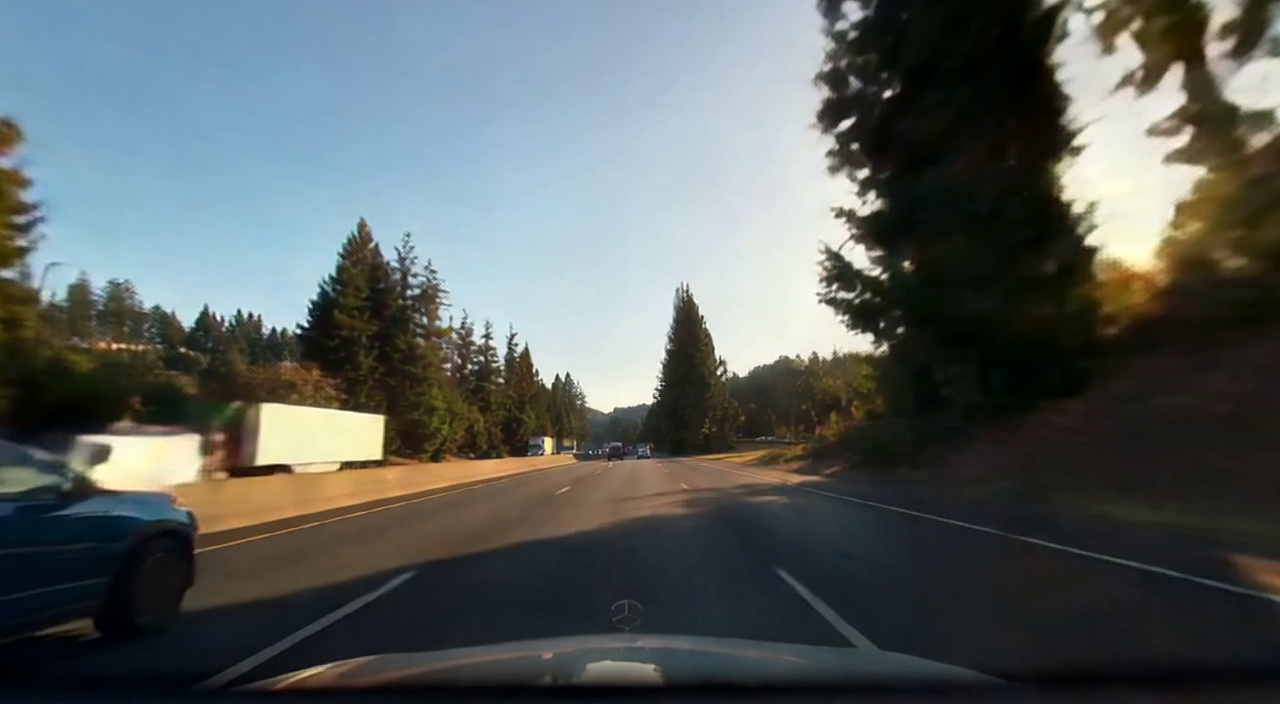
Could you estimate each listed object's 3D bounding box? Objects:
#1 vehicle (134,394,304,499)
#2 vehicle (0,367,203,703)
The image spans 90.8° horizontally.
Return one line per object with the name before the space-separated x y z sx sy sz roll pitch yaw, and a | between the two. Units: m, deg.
vehicle | -17.618 4.023 27.053 3.013 3.967 5.891 0 -9 0
vehicle | -4.330 0.821 2.330 2.110 1.727 4.607 0 -9 0
